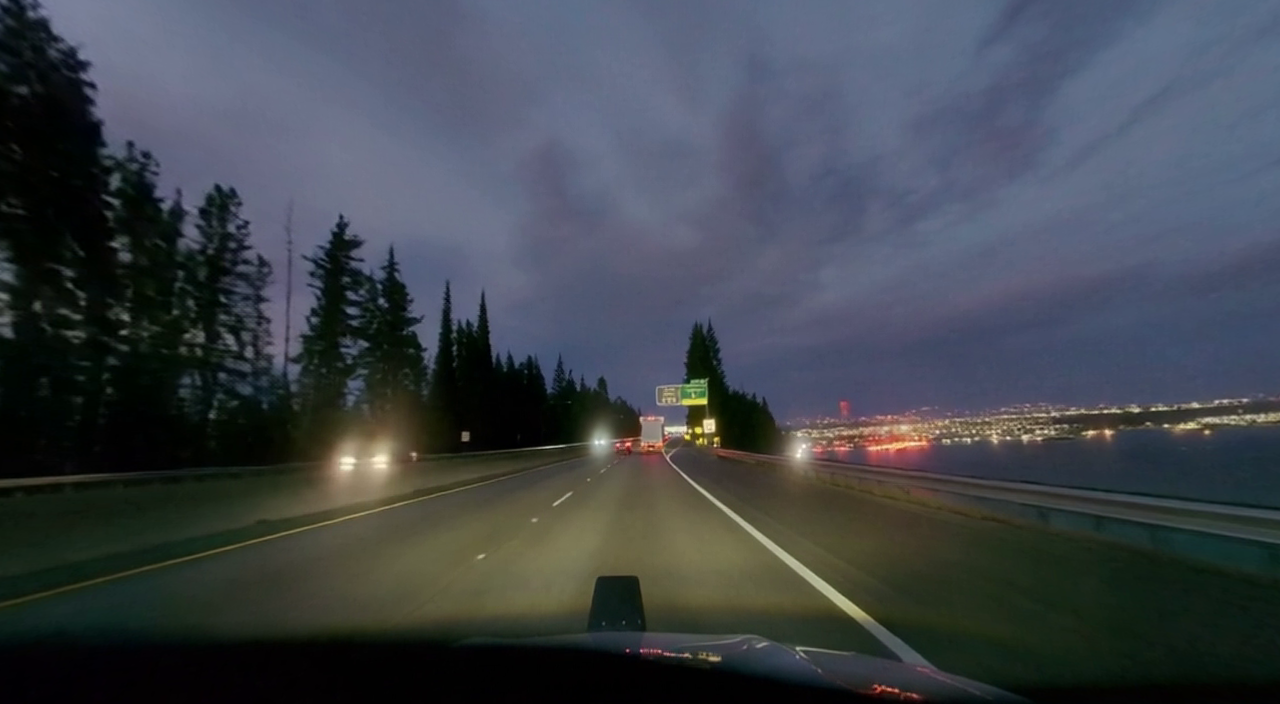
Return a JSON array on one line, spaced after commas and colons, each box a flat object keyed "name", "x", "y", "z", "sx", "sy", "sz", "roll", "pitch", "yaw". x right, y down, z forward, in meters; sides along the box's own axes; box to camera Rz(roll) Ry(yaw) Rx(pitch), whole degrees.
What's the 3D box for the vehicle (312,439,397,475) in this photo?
[{"name": "vehicle", "x": -13.915, "y": 5.130, "z": 31.043, "sx": 2.090, "sy": 1.639, "sz": 4.451, "roll": 0, "pitch": -8, "yaw": 0}]
